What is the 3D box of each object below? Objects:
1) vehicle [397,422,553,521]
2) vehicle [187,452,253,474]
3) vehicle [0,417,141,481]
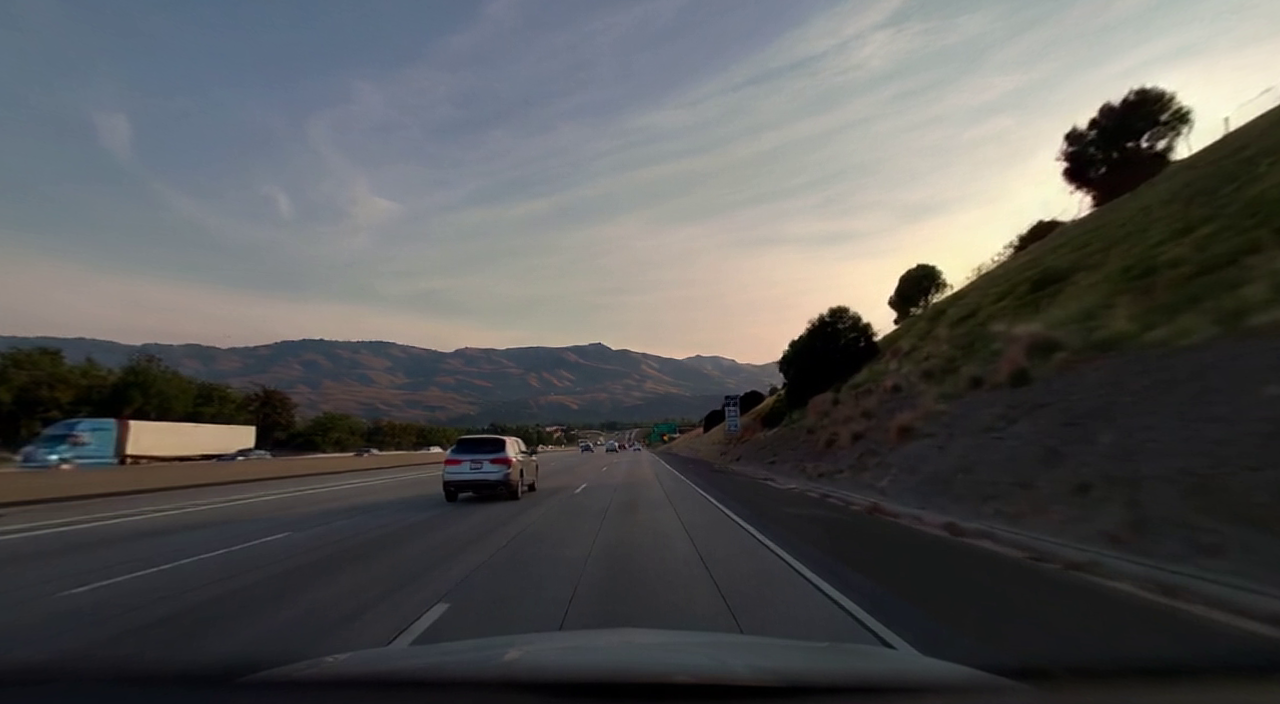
[{"bbox_3d":[-3.268,2.477,13.665,2.029,1.753,4.718,0,-8,1],"label":"vehicle"},{"bbox_3d":[-32.449,8.550,48.974,1.840,1.477,4.765,0,-8,0],"label":"vehicle"},{"bbox_3d":[-39.947,6.772,44.340,2.914,4.076,8.315,0,-8,-1],"label":"vehicle"}]
